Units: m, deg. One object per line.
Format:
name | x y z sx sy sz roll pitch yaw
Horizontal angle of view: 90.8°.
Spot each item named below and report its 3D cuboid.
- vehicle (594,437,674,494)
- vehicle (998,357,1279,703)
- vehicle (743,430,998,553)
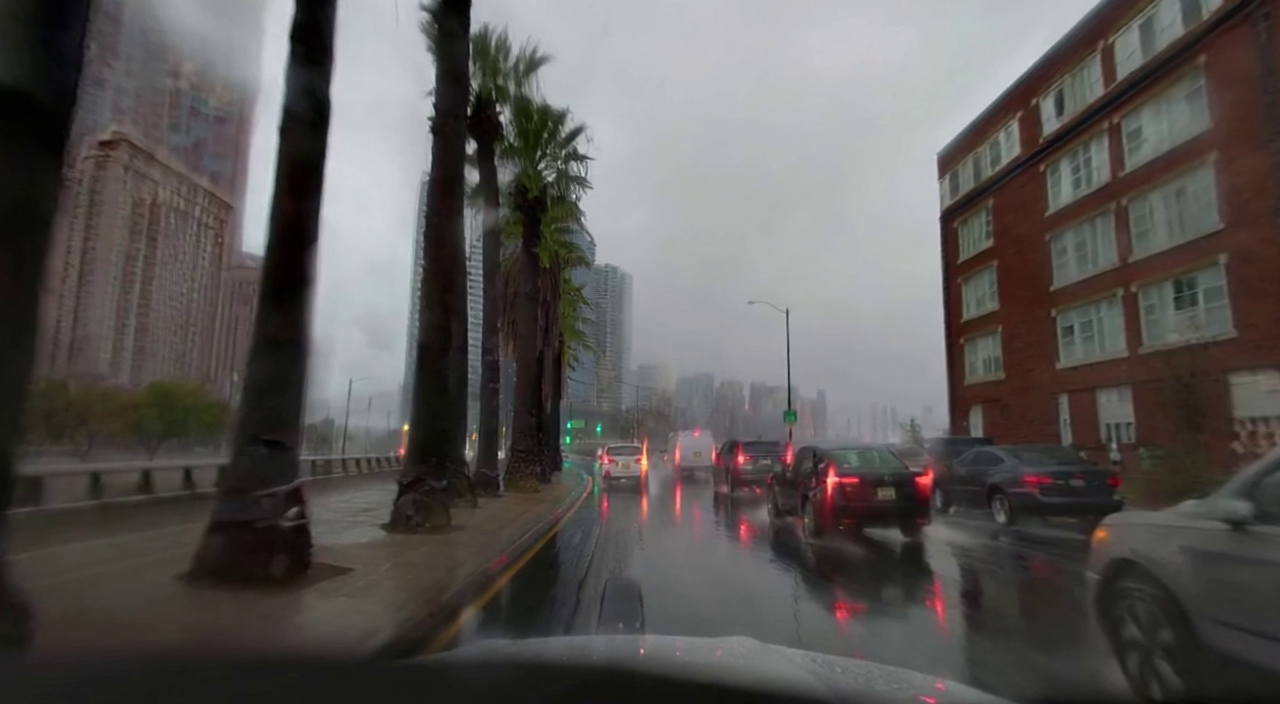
vehicle | -0.333 3.654 20.742 2.332 1.625 4.933 0 -9 -4
vehicle | 3.501 0.780 1.947 2.129 1.649 4.491 0 -9 0
vehicle | 3.290 2.105 10.312 2.238 1.522 4.627 0 -9 -3
